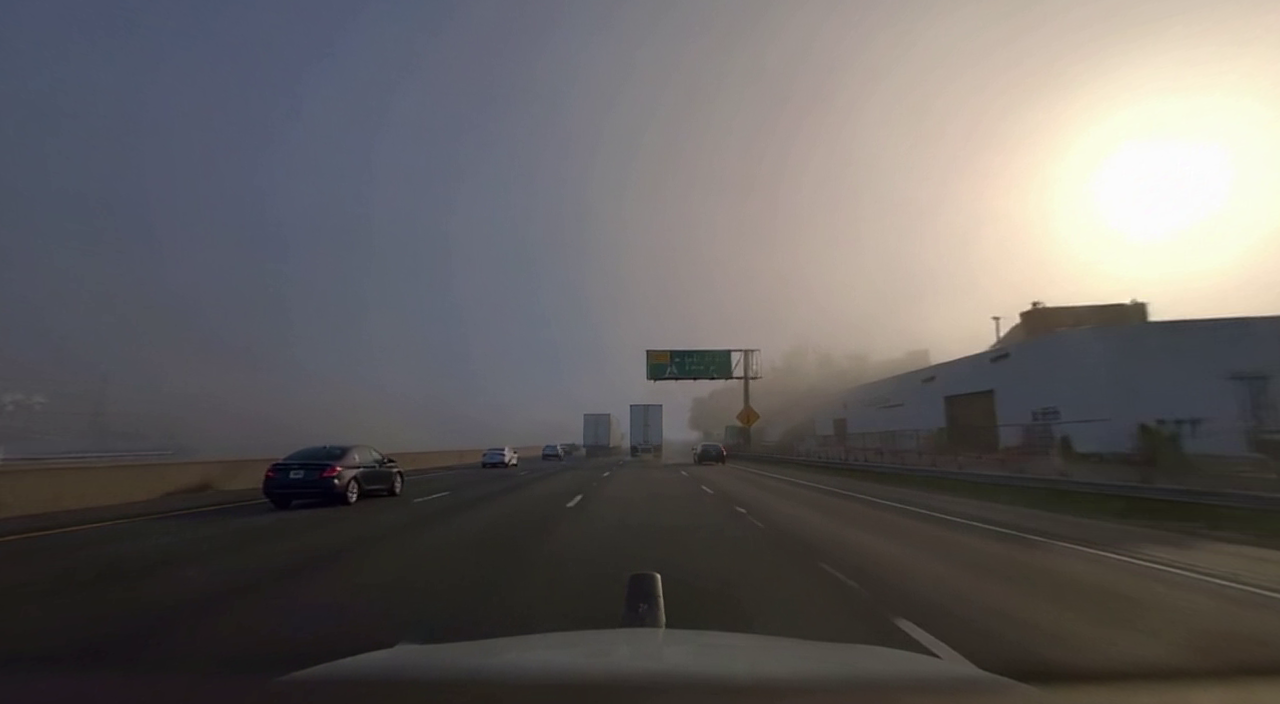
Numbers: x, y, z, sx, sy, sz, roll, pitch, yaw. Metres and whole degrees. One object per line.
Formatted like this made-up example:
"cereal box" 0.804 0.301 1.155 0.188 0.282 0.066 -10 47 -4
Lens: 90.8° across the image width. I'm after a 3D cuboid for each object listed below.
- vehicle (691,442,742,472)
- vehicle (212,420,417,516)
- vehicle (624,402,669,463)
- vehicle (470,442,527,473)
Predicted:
"vehicle" 3.871 5.382 32.588 2.006 1.452 4.246 0 -9 -1
"vehicle" -6.817 2.483 13.941 2.122 1.754 4.379 0 -9 1
"vehicle" 0.382 6.188 47.709 2.969 4.104 10.906 0 -9 -1
"vehicle" -7.358 5.507 33.203 1.891 1.460 4.506 0 -9 1
